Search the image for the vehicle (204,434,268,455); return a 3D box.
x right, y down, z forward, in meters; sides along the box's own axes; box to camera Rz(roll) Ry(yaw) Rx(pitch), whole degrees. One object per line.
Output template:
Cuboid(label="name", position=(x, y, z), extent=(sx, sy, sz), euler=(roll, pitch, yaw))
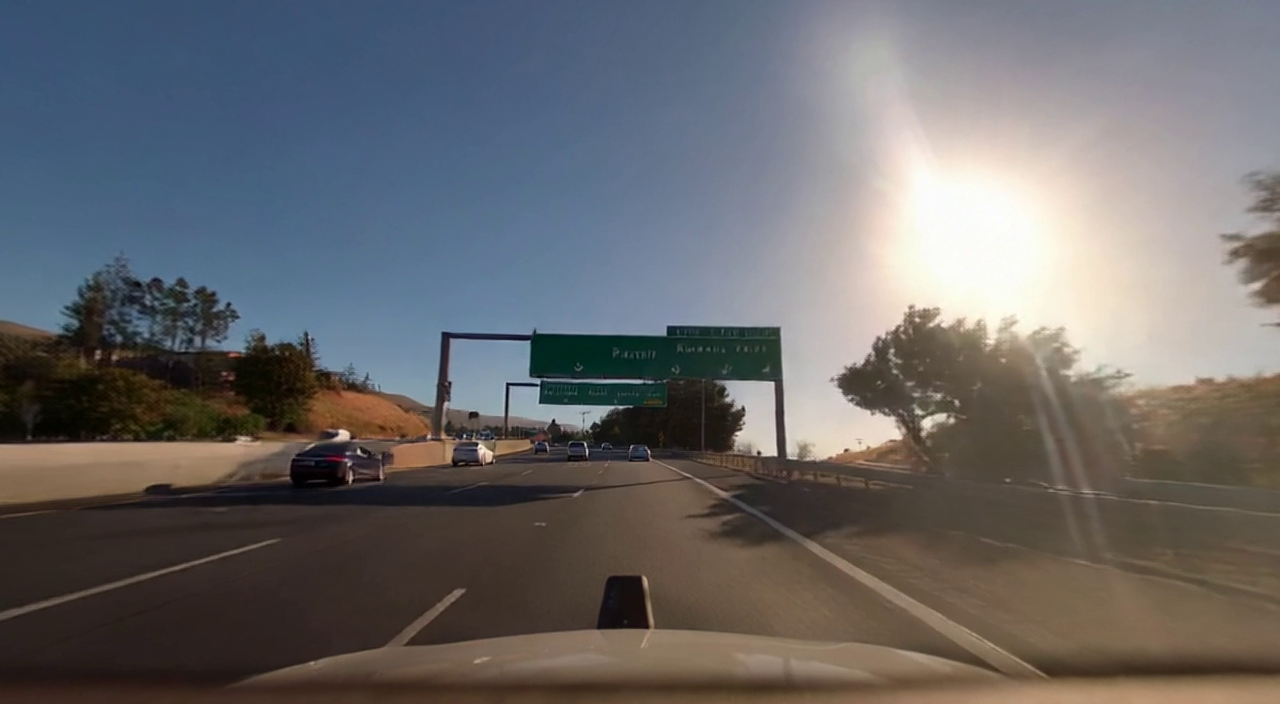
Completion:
Cuboid(label="vehicle", position=(-30.121, 6.929, 47.162), extent=(1.829, 1.494, 4.527), euler=(0, -8, -1))

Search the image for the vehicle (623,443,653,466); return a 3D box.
Cuboid(label="vehicle", position=(-0.157, 6.682, 41.250), extent=(1.881, 1.460, 3.694), euler=(0, -8, -2))

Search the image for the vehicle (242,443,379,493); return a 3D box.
Cuboid(label="vehicle", position=(-10.902, 3.835, 21.392), extent=(1.935, 1.474, 5.033), euler=(0, -8, 0))

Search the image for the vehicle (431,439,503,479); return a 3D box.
Cuboid(label="vehicle", position=(-7.548, 4.687, 27.917), extent=(2.086, 1.628, 4.039), euler=(0, -8, -1))

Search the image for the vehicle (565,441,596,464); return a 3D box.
Cuboid(label="vehicle", position=(-4.407, 7.543, 47.422), extent=(1.991, 1.610, 4.606), euler=(0, -8, -1))
